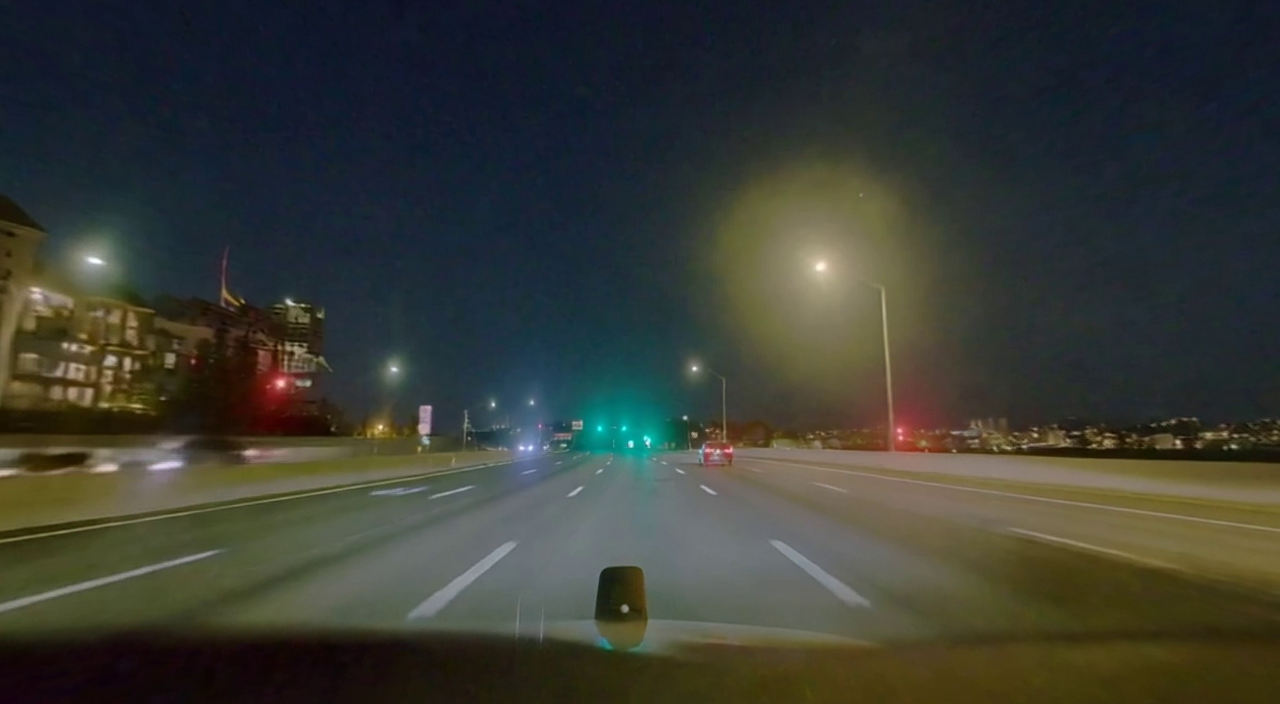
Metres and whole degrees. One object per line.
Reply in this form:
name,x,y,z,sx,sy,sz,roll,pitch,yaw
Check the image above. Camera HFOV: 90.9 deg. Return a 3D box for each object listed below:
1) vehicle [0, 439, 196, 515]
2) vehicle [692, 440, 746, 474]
vehicle,-13.036,2.812,14.754,1.940,1.482,4.653,0,-8,0
vehicle,3.651,4.925,29.877,1.926,1.477,4.025,0,-8,-1
